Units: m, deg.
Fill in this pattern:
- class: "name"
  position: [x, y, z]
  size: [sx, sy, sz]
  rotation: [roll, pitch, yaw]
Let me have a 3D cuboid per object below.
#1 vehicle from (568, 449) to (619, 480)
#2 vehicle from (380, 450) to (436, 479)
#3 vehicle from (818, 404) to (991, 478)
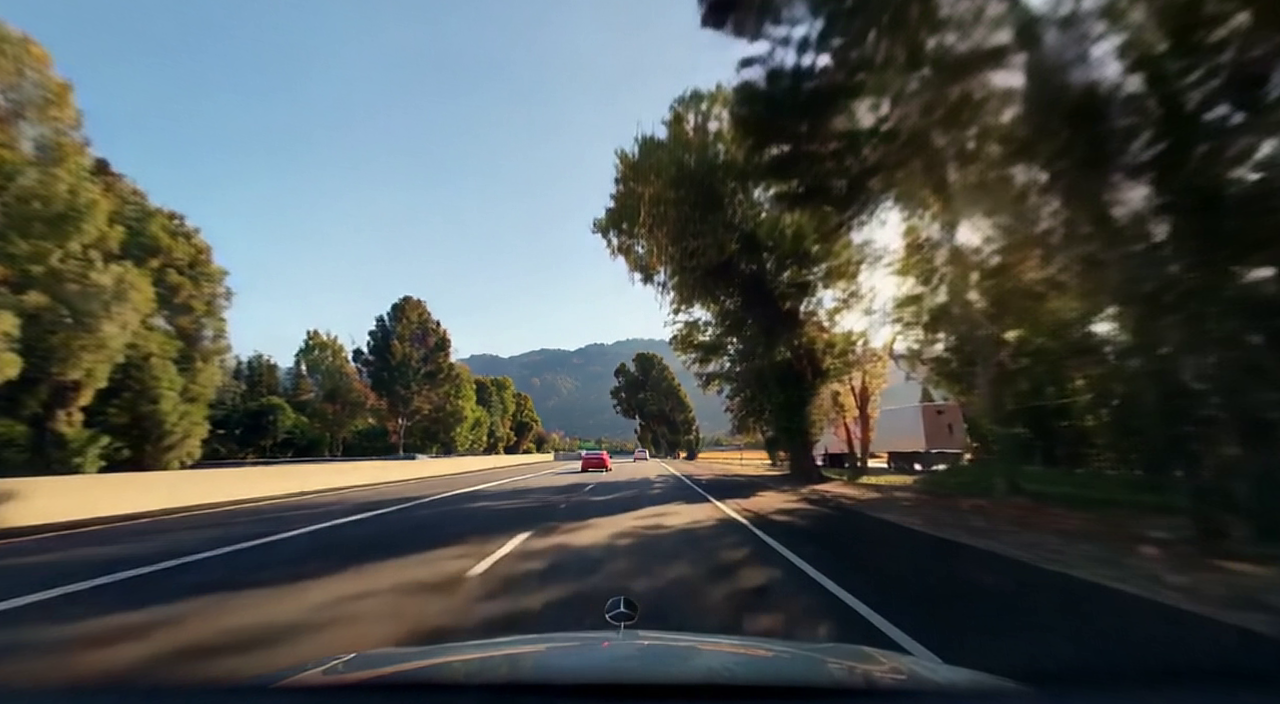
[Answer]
- class: "vehicle"
  position: [-2.305, 5.790, 32.853]
  size: [2.170, 1.451, 4.584]
  rotation: [0, -9, 2]
- class: "vehicle"
  position: [-13.144, 6.377, 35.935]
  size: [1.751, 1.466, 3.977]
  rotation: [-3, -9, -1]
- class: "vehicle"
  position: [17.564, 6.168, 44.197]
  size: [2.859, 4.163, 14.784]
  rotation: [-1, -7, -12]
